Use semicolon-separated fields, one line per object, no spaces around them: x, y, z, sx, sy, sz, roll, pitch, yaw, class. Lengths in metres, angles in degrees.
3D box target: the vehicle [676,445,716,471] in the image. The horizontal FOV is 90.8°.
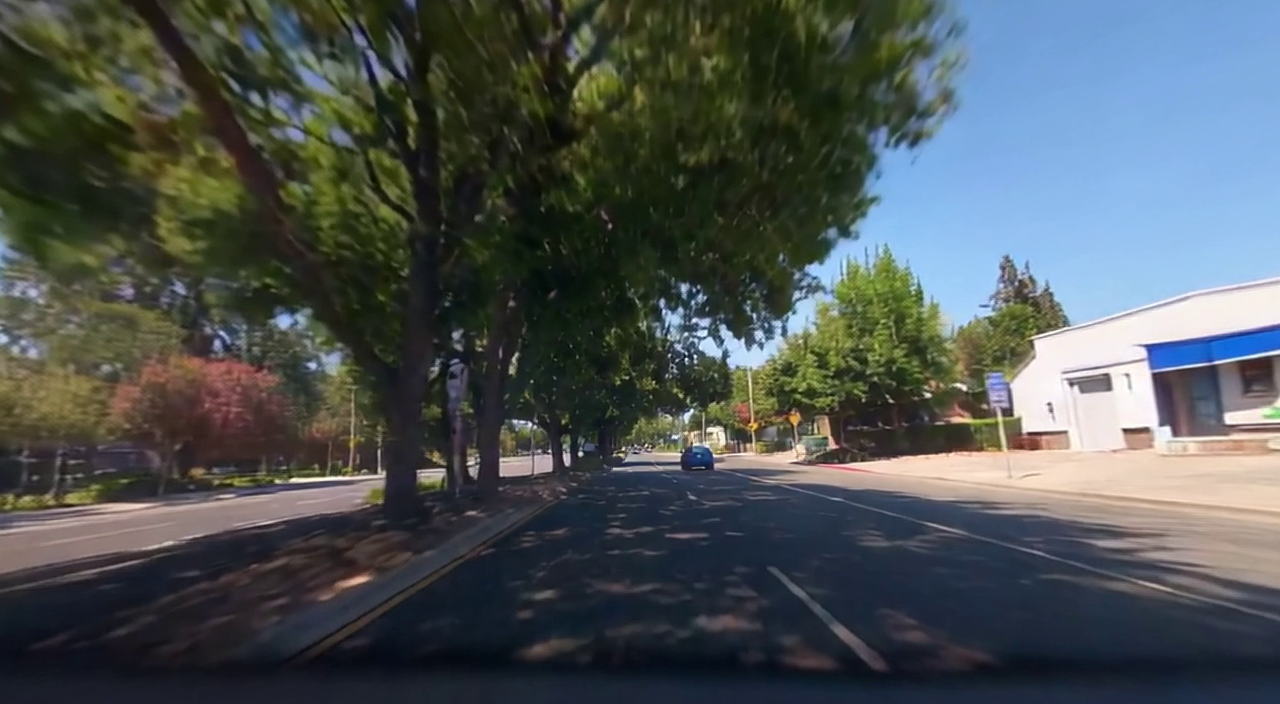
3.247;6.236;37.382;1.929;1.411;4.284;0;-8;-1;vehicle
